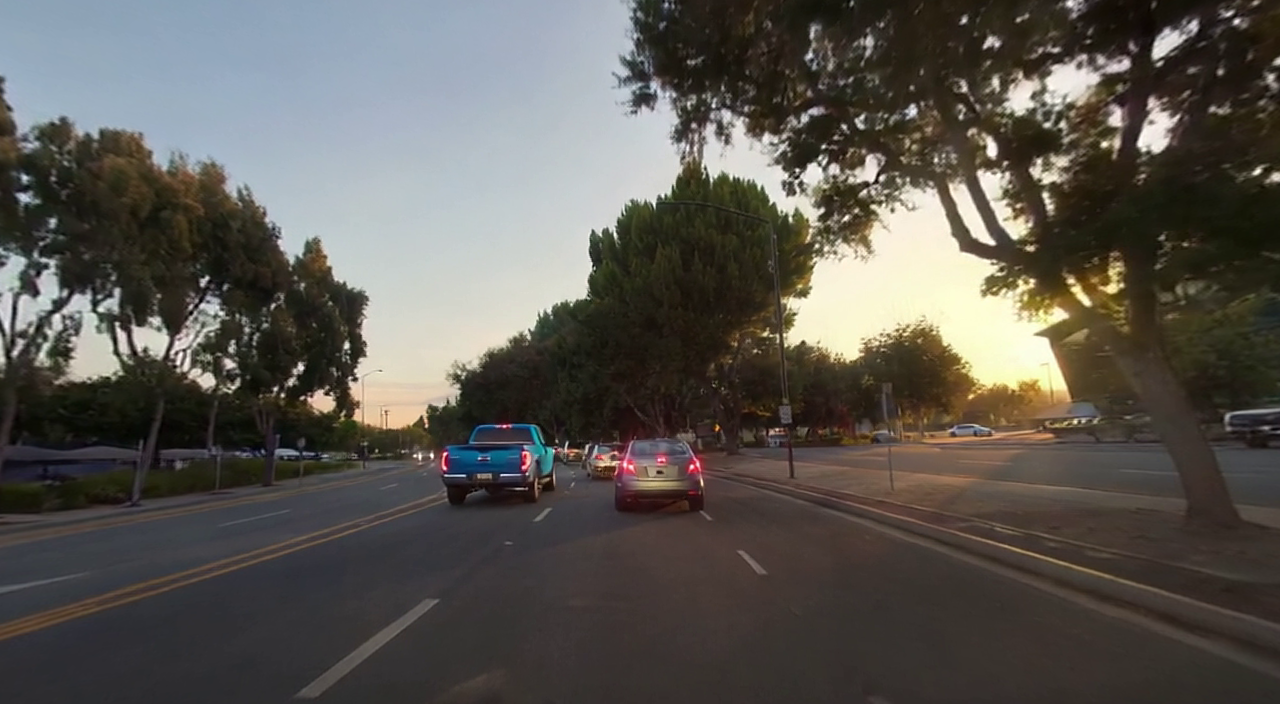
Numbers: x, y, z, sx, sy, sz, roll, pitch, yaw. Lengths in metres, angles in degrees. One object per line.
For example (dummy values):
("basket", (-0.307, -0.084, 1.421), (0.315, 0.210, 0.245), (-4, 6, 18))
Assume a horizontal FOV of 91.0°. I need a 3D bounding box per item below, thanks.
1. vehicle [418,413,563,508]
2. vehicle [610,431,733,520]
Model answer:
("vehicle", (-3.498, 2.733, 16.225), (2.512, 1.992, 5.725), (0, -9, -2))
("vehicle", (0.457, 2.466, 13.084), (2.142, 1.528, 4.133), (0, -9, -3))
